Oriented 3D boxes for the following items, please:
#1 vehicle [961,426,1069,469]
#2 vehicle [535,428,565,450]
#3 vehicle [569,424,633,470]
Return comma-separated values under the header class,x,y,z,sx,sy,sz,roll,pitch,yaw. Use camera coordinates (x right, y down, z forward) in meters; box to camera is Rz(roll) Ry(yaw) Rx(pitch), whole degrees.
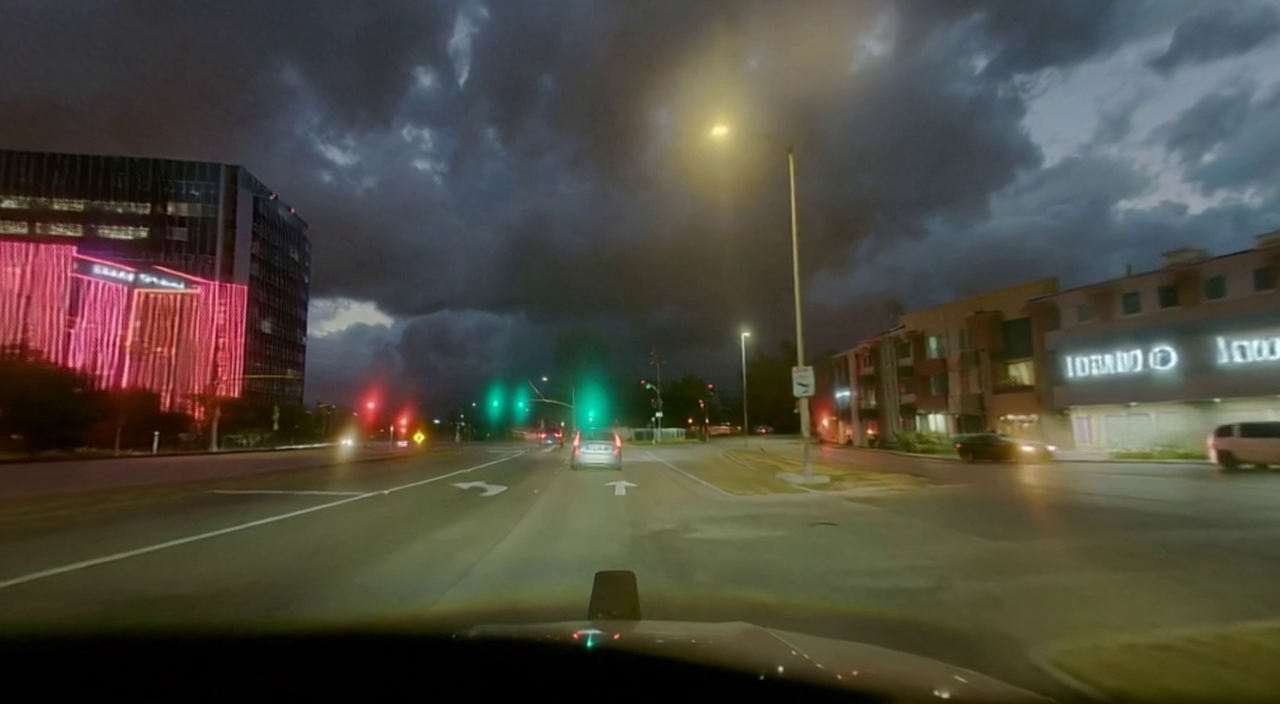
class,x,y,z,sx,sy,sz,roll,pitch,yaw
vehicle,18.707,4.889,31.783,1.932,1.762,4.835,0,-13,-8
vehicle,-6.450,6.232,45.171,2.023,1.485,3.721,1,-8,-7
vehicle,-1.501,3.621,24.162,2.231,1.572,4.227,0,-8,-4
